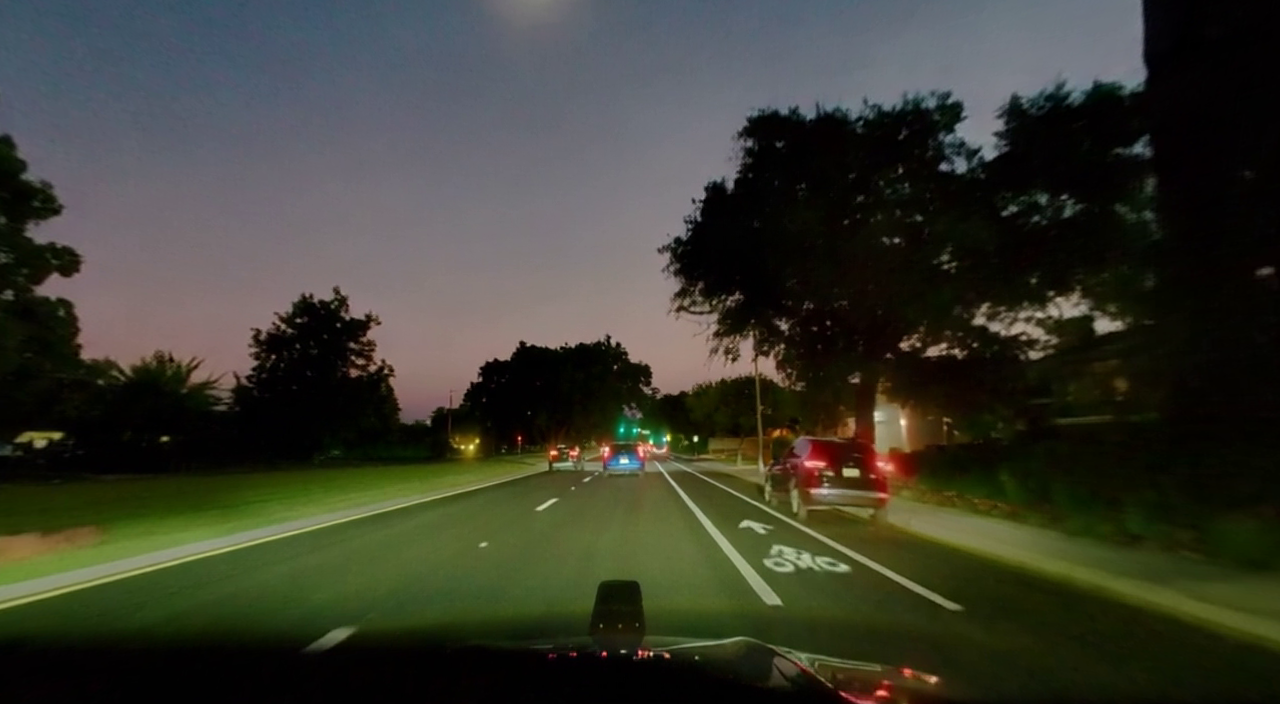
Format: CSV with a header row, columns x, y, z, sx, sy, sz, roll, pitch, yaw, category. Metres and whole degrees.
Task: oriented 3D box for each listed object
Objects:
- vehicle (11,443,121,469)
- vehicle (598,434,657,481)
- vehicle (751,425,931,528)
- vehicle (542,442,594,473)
x,y,z,sx,sy,sz,roll,pitch,yaw,category
-32.316,5.853,35.422,4.497,1.418,1.783,0,-9,2,vehicle
-0.497,4.250,25.629,2.220,1.742,4.047,0,-8,0,vehicle
3.896,2.501,13.227,2.332,1.769,4.518,0,-8,1,vehicle
-3.562,5.286,31.670,2.032,1.433,4.458,0,-8,1,vehicle
